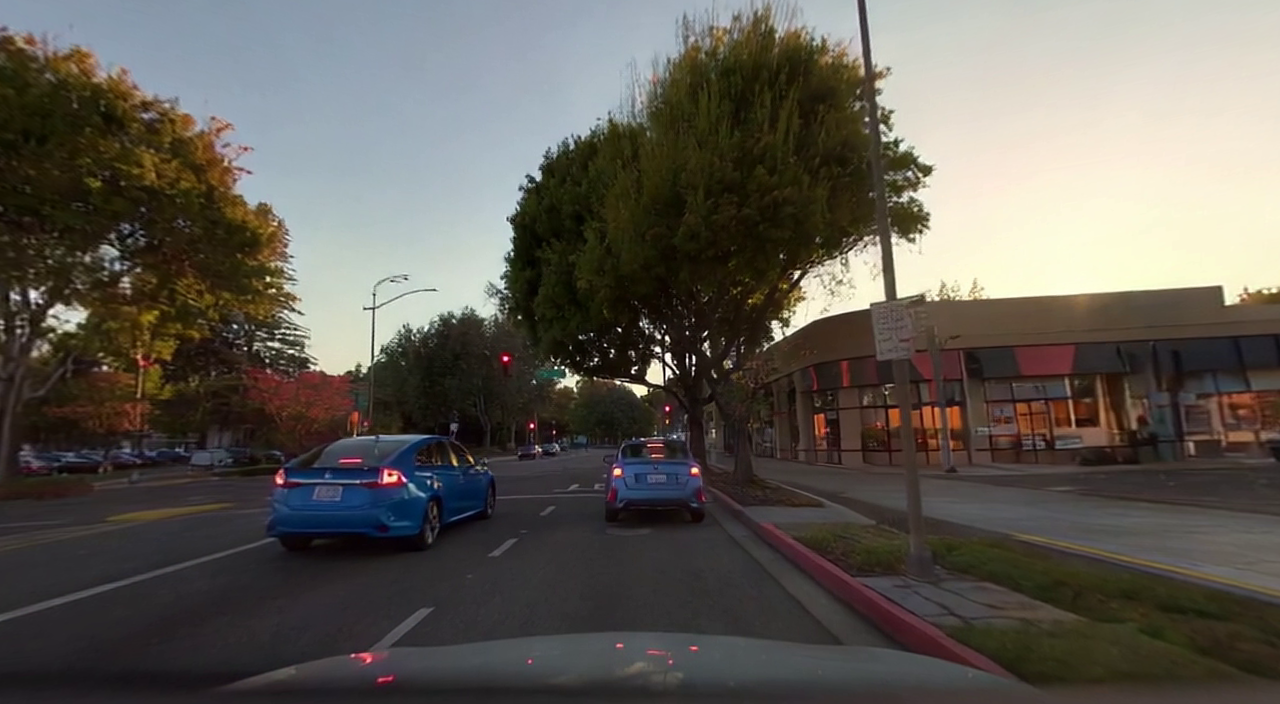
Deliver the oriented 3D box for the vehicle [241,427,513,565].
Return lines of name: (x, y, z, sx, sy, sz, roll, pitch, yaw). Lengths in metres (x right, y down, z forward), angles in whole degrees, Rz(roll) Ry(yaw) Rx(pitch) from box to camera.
vehicle: (-3.300, 1.892, 9.116, 2.032, 1.467, 4.411, 0, -8, 0)

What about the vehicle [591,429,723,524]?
vehicle: (0.246, 2.252, 11.934, 2.059, 1.456, 4.047, 0, -8, -1)
